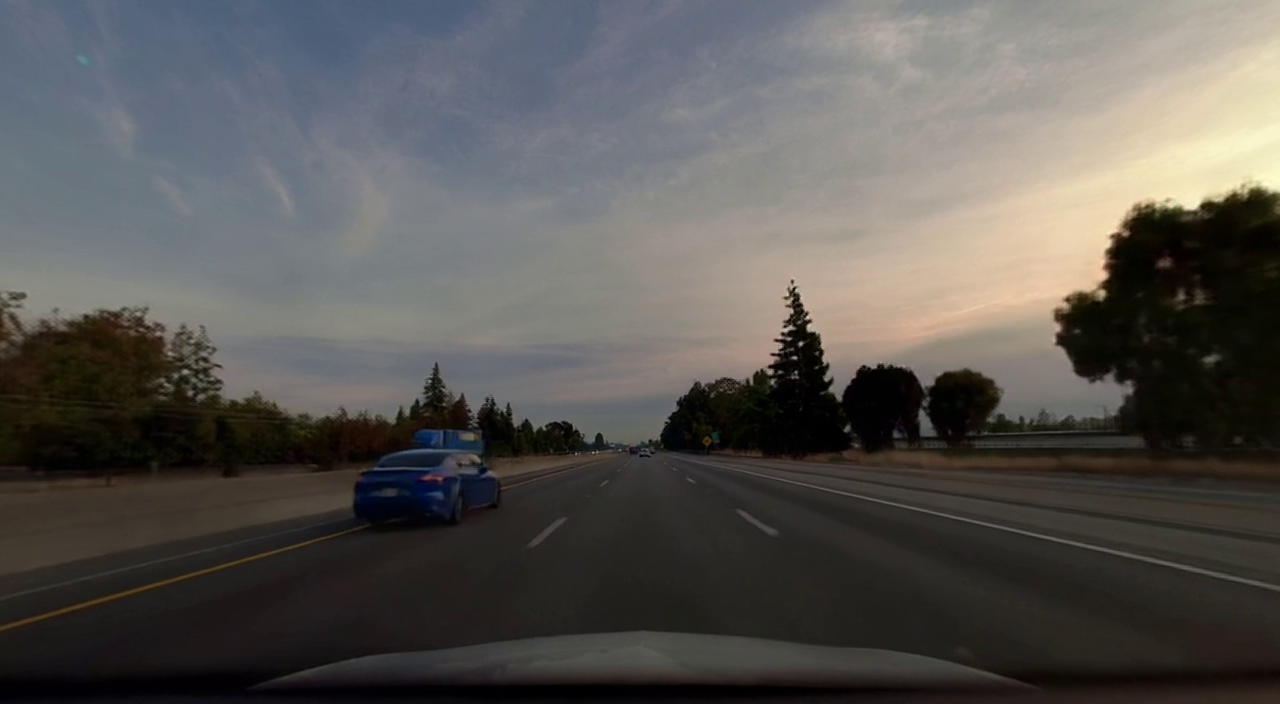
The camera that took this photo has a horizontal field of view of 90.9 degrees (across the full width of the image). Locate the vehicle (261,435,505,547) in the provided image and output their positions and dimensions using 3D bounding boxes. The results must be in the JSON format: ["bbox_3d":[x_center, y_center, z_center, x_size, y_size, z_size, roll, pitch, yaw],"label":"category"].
[{"bbox_3d":[-4.128,2.344,11.433,2.128,1.521,5.409,0,-9,1],"label":"vehicle"}]
